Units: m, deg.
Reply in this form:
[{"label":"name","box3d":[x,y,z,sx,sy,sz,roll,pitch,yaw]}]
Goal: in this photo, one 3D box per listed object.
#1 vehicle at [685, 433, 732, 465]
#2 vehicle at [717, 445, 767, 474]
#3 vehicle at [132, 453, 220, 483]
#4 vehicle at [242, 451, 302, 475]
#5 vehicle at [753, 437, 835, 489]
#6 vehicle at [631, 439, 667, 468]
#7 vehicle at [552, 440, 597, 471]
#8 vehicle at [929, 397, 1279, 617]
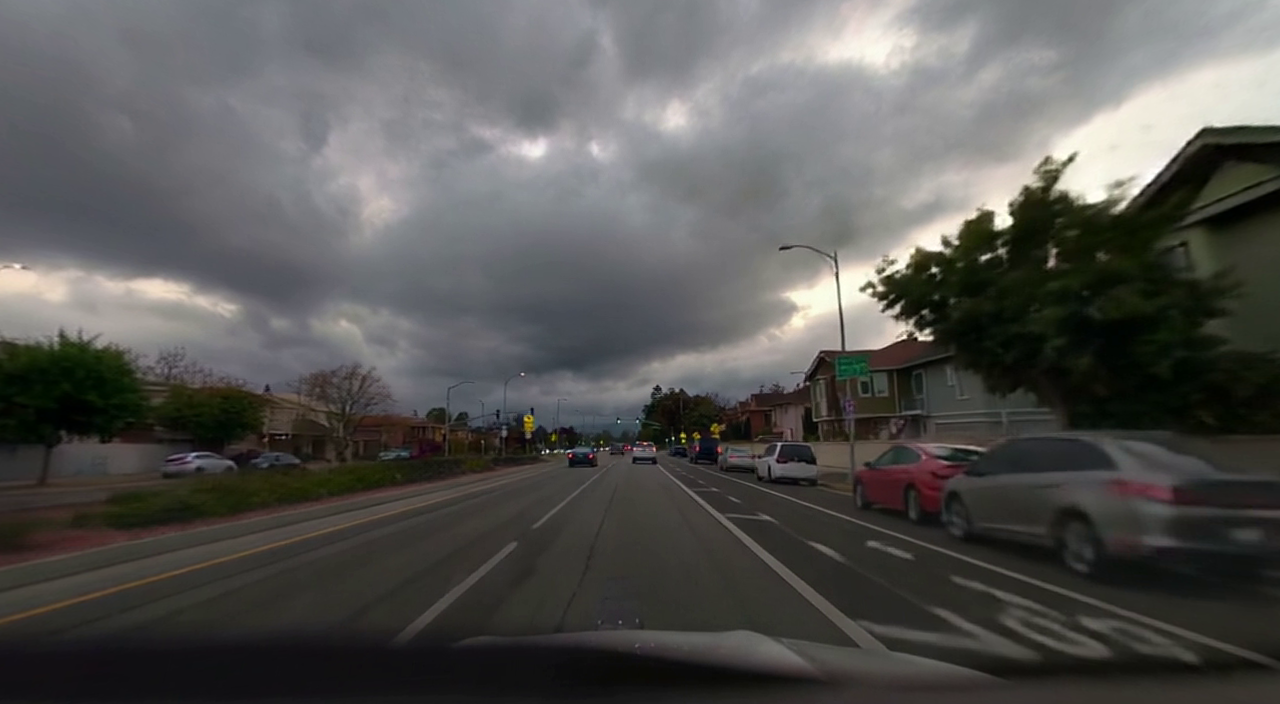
[{"label":"vehicle","box3d":[5.245,7.632,49.855,2.763,2.329,7.864,0,-8,0]},{"label":"vehicle","box3d":[5.619,5.983,35.353,1.910,1.520,4.375,0,-9,-3]},{"label":"vehicle","box3d":[-25.998,6.486,35.597,1.855,1.552,4.092,0,-9,-1]},{"label":"vehicle","box3d":[-25.792,7.780,44.433,1.794,1.595,4.123,0,-9,0]},{"label":"vehicle","box3d":[5.696,4.141,23.990,2.020,1.762,4.559,0,-9,1]},{"label":"vehicle","box3d":[0.540,6.943,43.385,2.273,1.851,5.075,0,-9,-1]},{"label":"vehicle","box3d":[-3.924,6.344,38.840,2.233,1.775,4.491,0,-9,1]},{"label":"vehicle","box3d":[5.773,1.648,7.737,2.154,1.824,4.782,0,-9,0]}]
